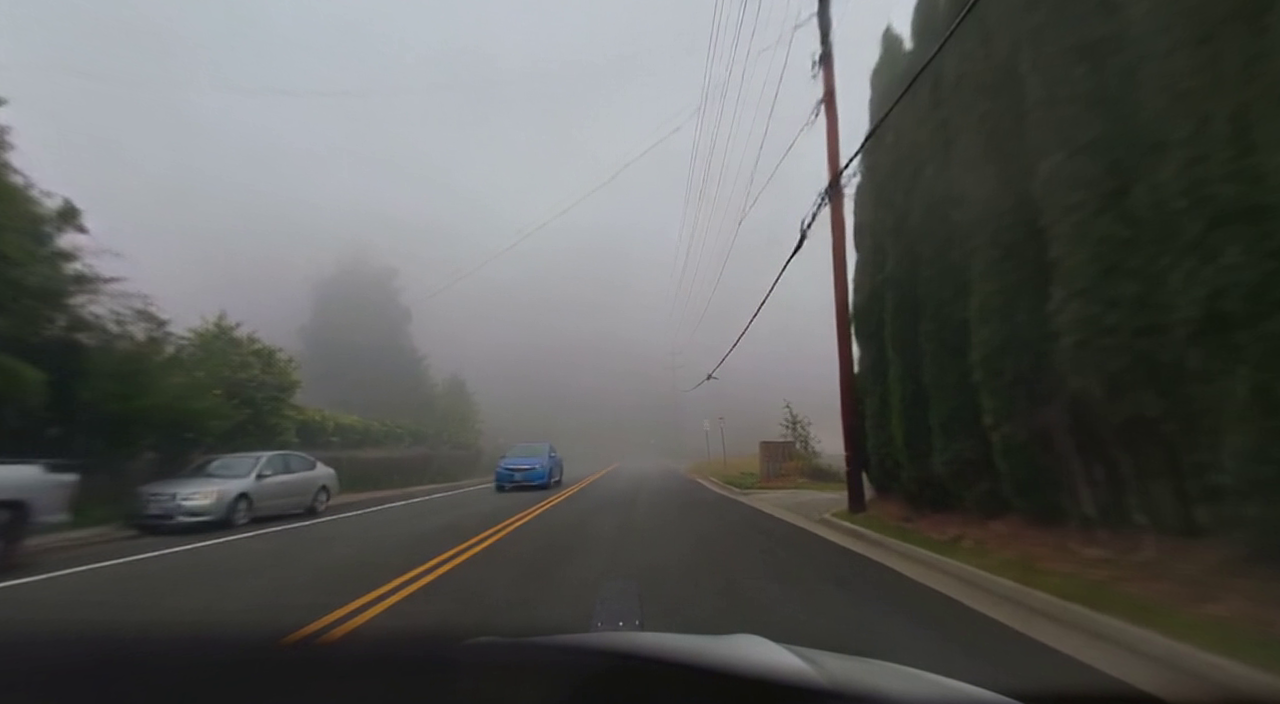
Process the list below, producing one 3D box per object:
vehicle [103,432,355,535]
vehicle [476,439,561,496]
[{"bbox_3d":[-7.690,2.571,12.533,1.940,1.514,4.544,-4,-11,0],"label":"vehicle"},{"bbox_3d":[-4.038,3.909,21.840,2.109,1.738,4.405,0,-8,-1],"label":"vehicle"}]
